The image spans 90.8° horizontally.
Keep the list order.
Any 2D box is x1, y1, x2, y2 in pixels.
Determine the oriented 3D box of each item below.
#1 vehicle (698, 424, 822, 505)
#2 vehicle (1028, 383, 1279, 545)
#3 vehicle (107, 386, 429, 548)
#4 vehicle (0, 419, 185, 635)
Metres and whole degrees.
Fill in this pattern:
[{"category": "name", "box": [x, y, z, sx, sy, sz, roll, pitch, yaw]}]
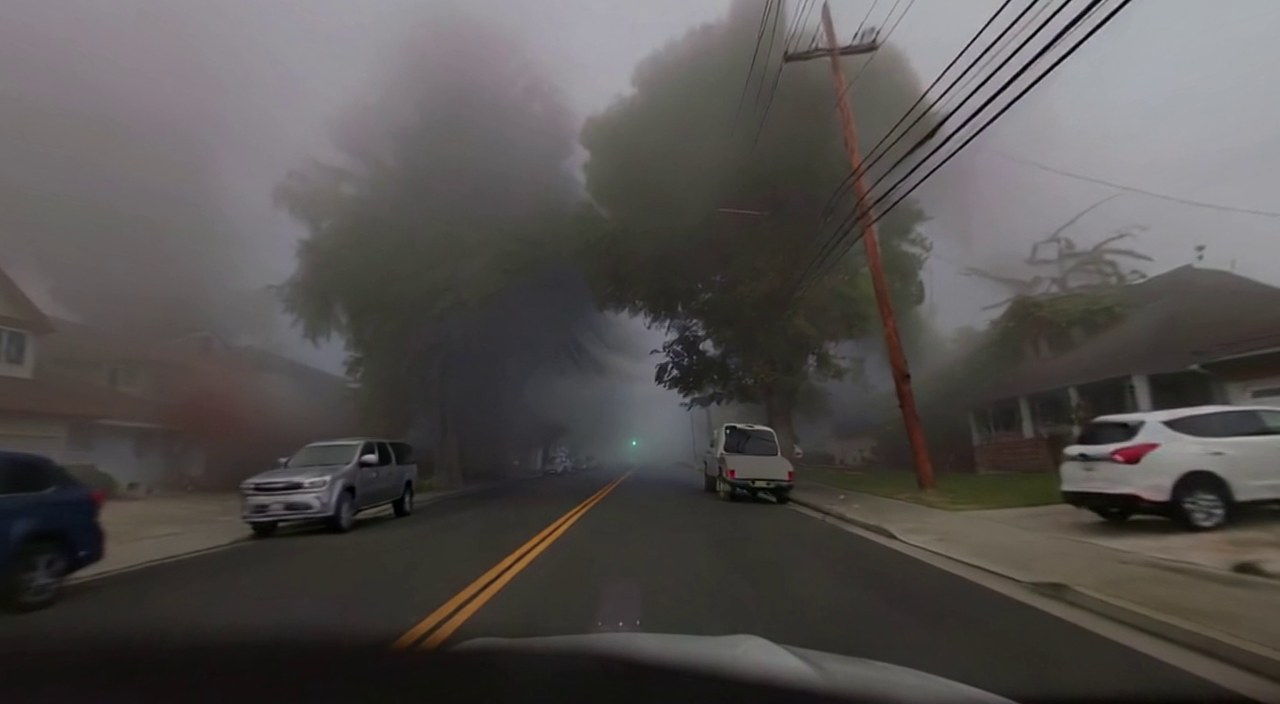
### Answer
[{"category": "vehicle", "box": [3.187, 3.122, 18.052, 2.203, 1.952, 5.111, 0, -9, -4]}, {"category": "vehicle", "box": [8.185, 1.483, 8.461, 4.489, 1.812, 2.056, -1, -13, -4]}, {"category": "vehicle", "box": [-6.306, 2.266, 12.077, 2.269, 2.229, 6.042, -2, -12, 2]}, {"category": "vehicle", "box": [-6.433, 1.485, 5.168, 2.046, 1.777, 4.473, -3, -12, 0]}]
